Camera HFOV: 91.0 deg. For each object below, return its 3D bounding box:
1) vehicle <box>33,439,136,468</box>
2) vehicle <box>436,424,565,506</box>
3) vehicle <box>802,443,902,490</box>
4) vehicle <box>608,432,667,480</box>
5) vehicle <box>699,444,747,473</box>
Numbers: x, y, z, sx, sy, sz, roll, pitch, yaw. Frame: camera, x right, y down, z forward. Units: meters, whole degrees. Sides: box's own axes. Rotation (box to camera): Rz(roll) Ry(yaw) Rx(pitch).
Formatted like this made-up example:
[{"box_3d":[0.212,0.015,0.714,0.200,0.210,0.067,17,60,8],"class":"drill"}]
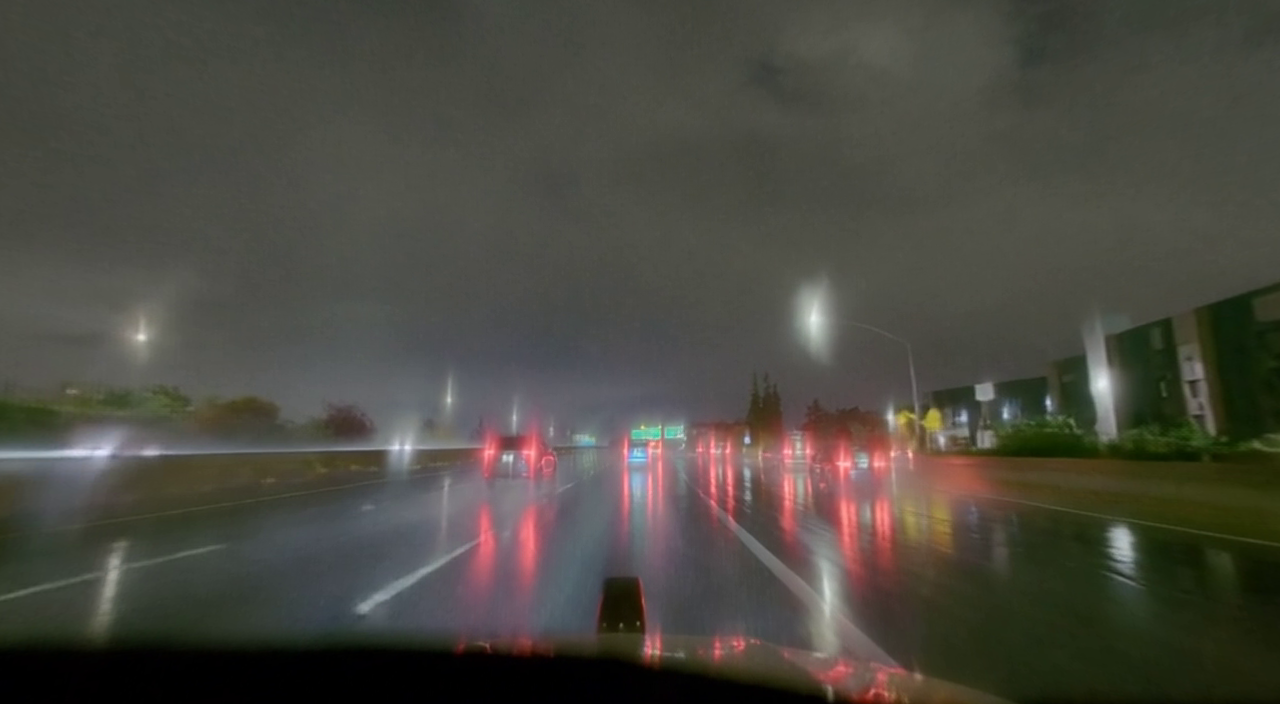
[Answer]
[{"box_3d":[-33.688,6.157,38.365,1.934,1.644,4.487,-1,-9,4],"class":"vehicle"},{"box_3d":[-3.281,2.771,15.809,2.142,1.759,4.297,0,-9,1],"class":"vehicle"},{"box_3d":[7.234,3.943,22.017,1.936,1.480,4.373,0,-9,0],"class":"vehicle"},{"box_3d":[-0.074,4.418,26.923,2.270,1.862,4.949,0,-9,1],"class":"vehicle"},{"box_3d":[4.400,5.721,34.042,2.005,1.456,4.287,0,-9,0],"class":"vehicle"}]
